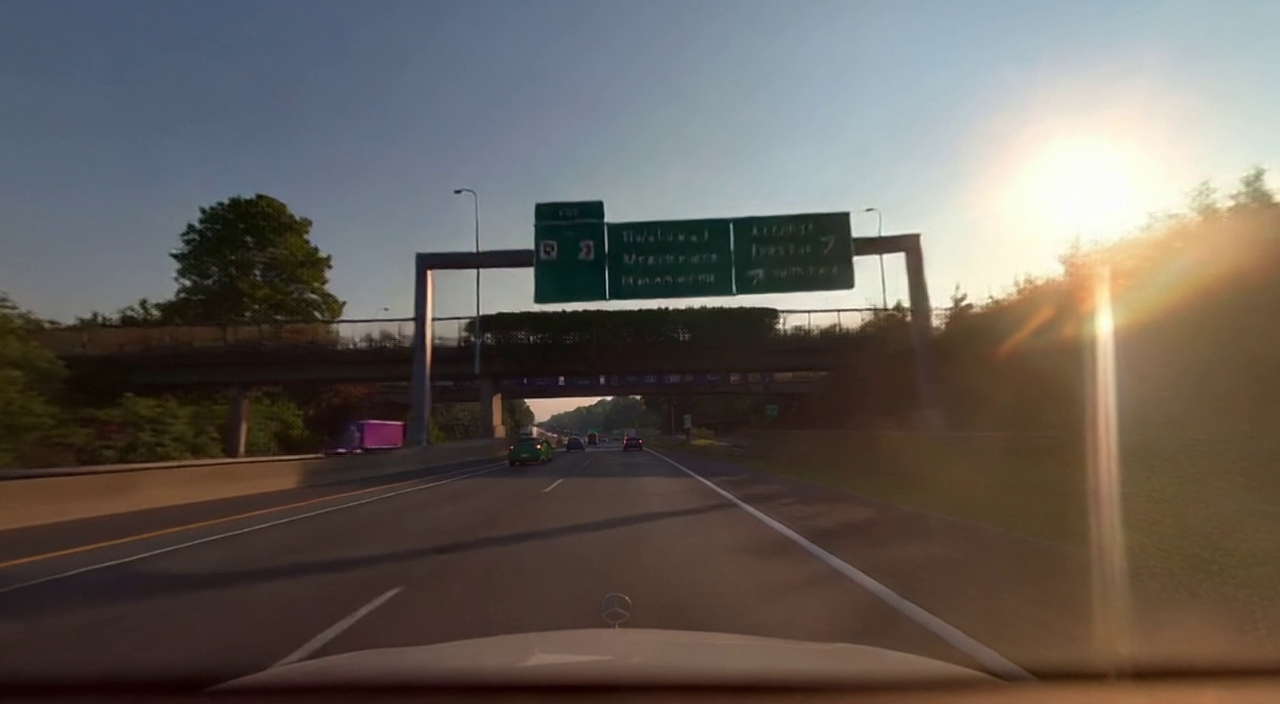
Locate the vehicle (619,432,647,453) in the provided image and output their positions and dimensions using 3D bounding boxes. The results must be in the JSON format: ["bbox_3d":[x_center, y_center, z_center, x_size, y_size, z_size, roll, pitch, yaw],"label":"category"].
[{"bbox_3d":[-0.549,7.030,48.879,2.139,1.561,4.060,0,-8,-1],"label":"vehicle"}]

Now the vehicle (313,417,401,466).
[{"bbox_3d":[-17.915,5.726,40.378,2.615,2.860,6.648,0,-8,-1],"label":"vehicle"}]

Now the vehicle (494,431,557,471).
[{"bbox_3d":[-4.607,4.028,25.963,1.959,1.514,3.668,0,-8,-1],"label":"vehicle"}]
